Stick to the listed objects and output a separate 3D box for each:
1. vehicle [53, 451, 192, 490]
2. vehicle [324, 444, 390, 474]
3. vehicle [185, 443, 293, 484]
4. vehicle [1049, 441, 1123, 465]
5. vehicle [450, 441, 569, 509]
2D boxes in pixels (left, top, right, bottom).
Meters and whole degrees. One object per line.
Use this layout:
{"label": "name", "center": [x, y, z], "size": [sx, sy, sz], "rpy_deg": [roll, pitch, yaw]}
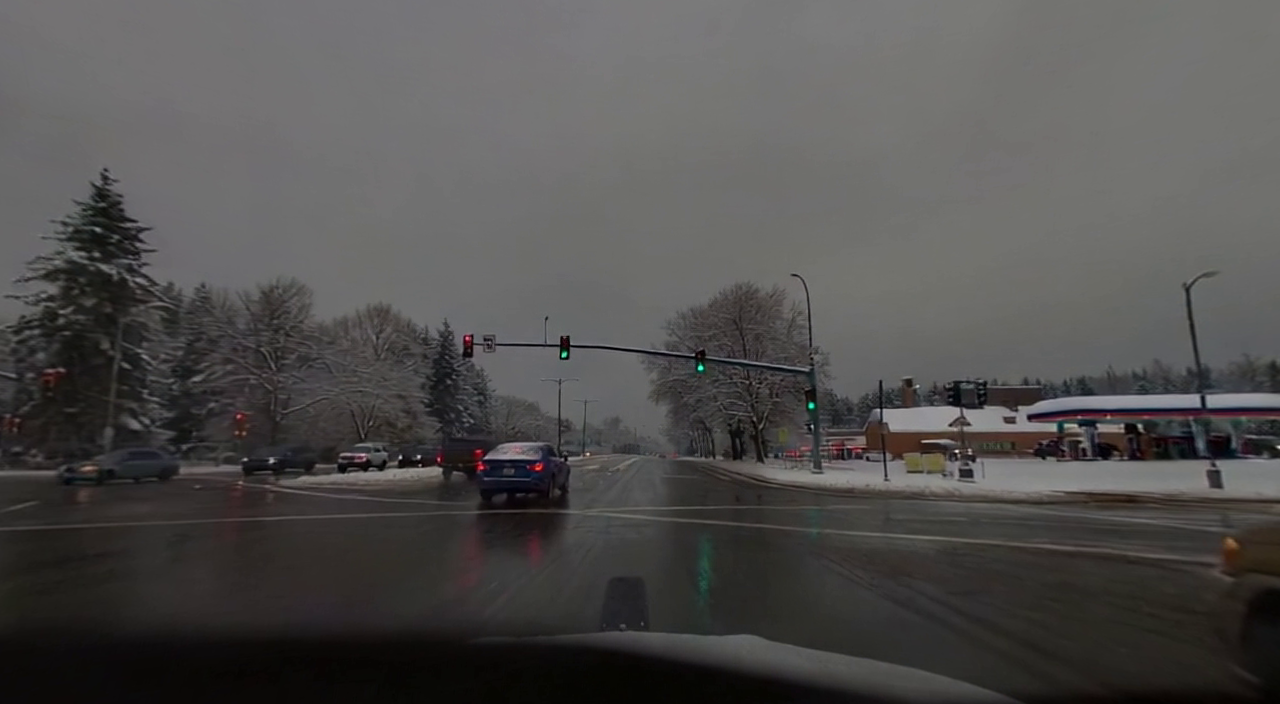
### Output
{"label": "vehicle", "center": [-20.799, 4.749, 25.638], "size": [1.821, 1.371, 4.545], "rpy_deg": [0, -8, -1]}
{"label": "vehicle", "center": [-17.612, 6.625, 39.434], "size": [2.032, 1.741, 4.450], "rpy_deg": [0, -8, 0]}
{"label": "vehicle", "center": [-17.387, 4.826, 27.622], "size": [1.887, 1.635, 4.281], "rpy_deg": [0, -8, 0]}
{"label": "vehicle", "center": [32.943, 7.445, 46.721], "size": [2.148, 1.679, 4.197], "rpy_deg": [1, -9, -5]}
{"label": "vehicle", "center": [-3.163, 3.079, 16.345], "size": [2.041, 1.483, 4.533], "rpy_deg": [0, -8, 1]}
